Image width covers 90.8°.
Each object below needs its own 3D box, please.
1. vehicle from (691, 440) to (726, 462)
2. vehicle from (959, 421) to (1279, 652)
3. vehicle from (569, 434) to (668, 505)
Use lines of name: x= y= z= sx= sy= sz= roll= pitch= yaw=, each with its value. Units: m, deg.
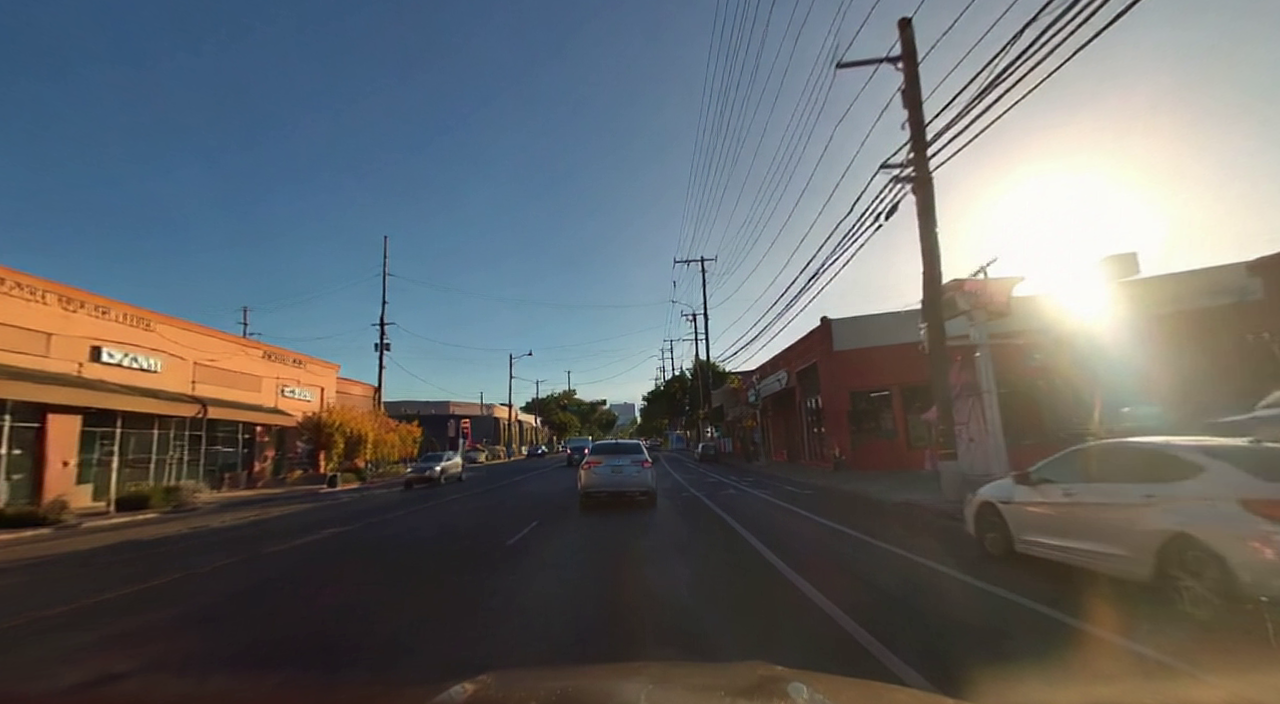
vehicle: x=4.804 y=6.953 z=44.650 sx=1.908 sy=1.470 sz=3.935 roll=0 pitch=-8 yaw=-2
vehicle: x=5.217 y=1.488 z=6.028 sx=1.937 sy=1.523 sz=4.541 roll=0 pitch=-8 yaw=0
vehicle: x=-0.476 y=2.790 z=15.461 sx=2.116 sy=1.479 sz=3.980 roll=0 pitch=-8 yaw=-1
